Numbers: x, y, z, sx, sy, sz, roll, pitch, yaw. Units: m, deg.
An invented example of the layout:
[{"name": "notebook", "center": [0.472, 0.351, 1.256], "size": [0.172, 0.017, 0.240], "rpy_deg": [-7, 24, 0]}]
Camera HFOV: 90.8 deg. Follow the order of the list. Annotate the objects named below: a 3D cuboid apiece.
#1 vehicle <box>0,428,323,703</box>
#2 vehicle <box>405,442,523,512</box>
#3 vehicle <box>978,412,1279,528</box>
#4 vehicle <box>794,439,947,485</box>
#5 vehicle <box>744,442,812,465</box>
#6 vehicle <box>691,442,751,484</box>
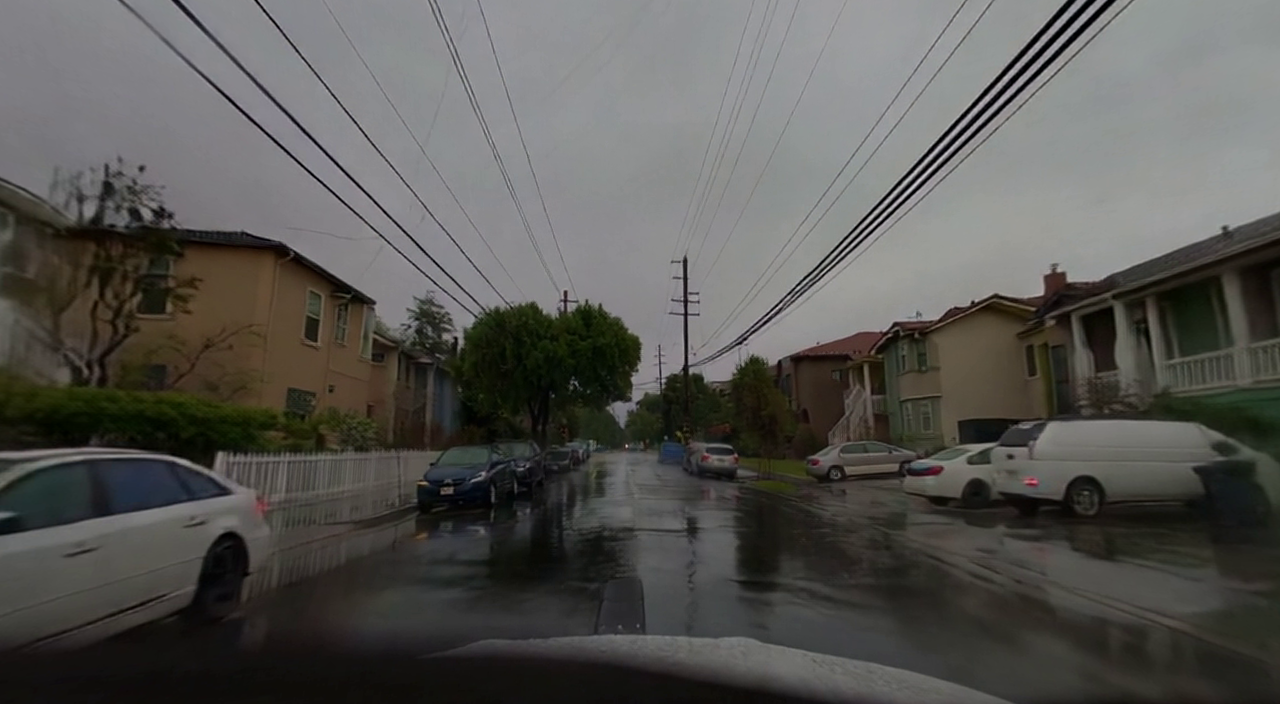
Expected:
[{"name": "vehicle", "center": [-4.049, 1.196, 3.645], "size": [1.925, 1.463, 4.700], "rpy_deg": [0, -9, 1]}, {"name": "vehicle", "center": [-4.212, 3.024, 15.857], "size": [1.745, 1.490, 4.304], "rpy_deg": [0, -9, 0]}, {"name": "vehicle", "center": [8.838, 2.047, 11.252], "size": [4.512, 1.841, 1.912], "rpy_deg": [0, -9, -4]}, {"name": "vehicle", "center": [7.739, 3.736, 21.597], "size": [4.480, 1.497, 1.884], "rpy_deg": [0, -9, 1]}, {"name": "vehicle", "center": [9.305, 6.893, 42.835], "size": [4.148, 1.516, 1.976], "rpy_deg": [0, -8, -2]}, {"name": "vehicle", "center": [3.228, 4.515, 25.938], "size": [1.916, 1.587, 3.986], "rpy_deg": [0, -9, 0]}]
